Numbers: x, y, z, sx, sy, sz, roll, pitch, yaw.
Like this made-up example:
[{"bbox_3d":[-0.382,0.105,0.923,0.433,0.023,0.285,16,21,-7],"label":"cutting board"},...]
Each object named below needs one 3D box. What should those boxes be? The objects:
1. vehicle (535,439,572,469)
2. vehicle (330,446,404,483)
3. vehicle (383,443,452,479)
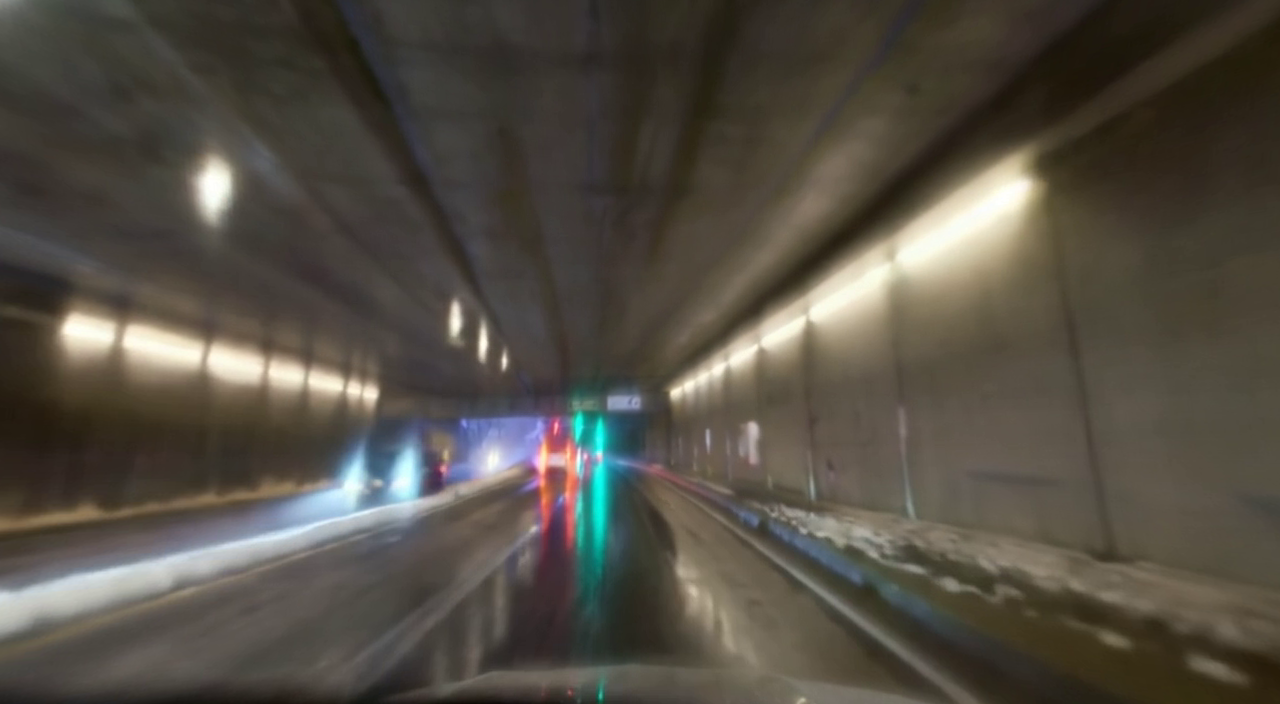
[{"bbox_3d":[-5.371,6.388,39.765,1.961,1.725,4.315,0,-8,-3],"label":"vehicle"},{"bbox_3d":[-13.047,5.359,30.487,1.788,1.622,4.284,0,-8,-2],"label":"vehicle"},{"bbox_3d":[-9.662,4.725,27.759,1.691,1.439,4.136,0,-8,-3],"label":"vehicle"}]
